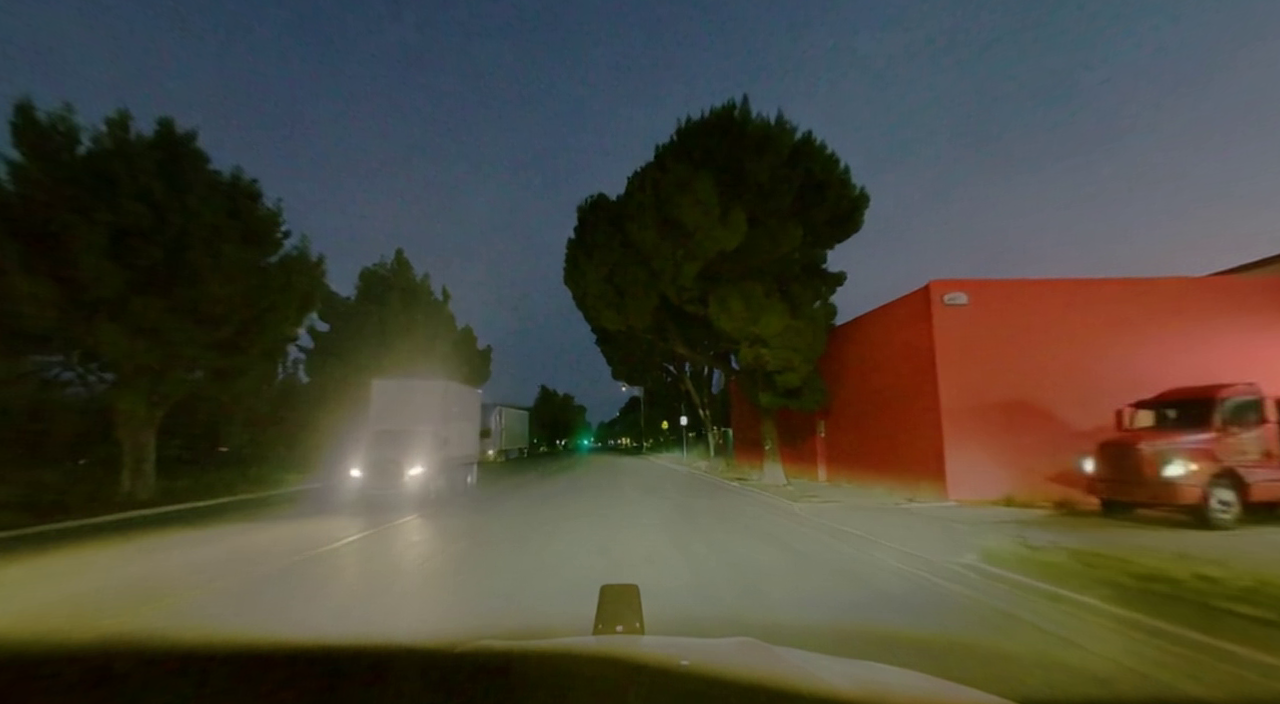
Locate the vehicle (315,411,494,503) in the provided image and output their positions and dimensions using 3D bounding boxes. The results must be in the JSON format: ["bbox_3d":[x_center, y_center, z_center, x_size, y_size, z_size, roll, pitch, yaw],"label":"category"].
[{"bbox_3d":[-6.254,2.919,18.010,2.770,2.135,6.329,0,-8,-1],"label":"vehicle"}]

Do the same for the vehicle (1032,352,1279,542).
[{"bbox_3d":[10.473,1.351,9.734,7.188,2.416,2.528,-1,-8,-4],"label":"vehicle"}]
